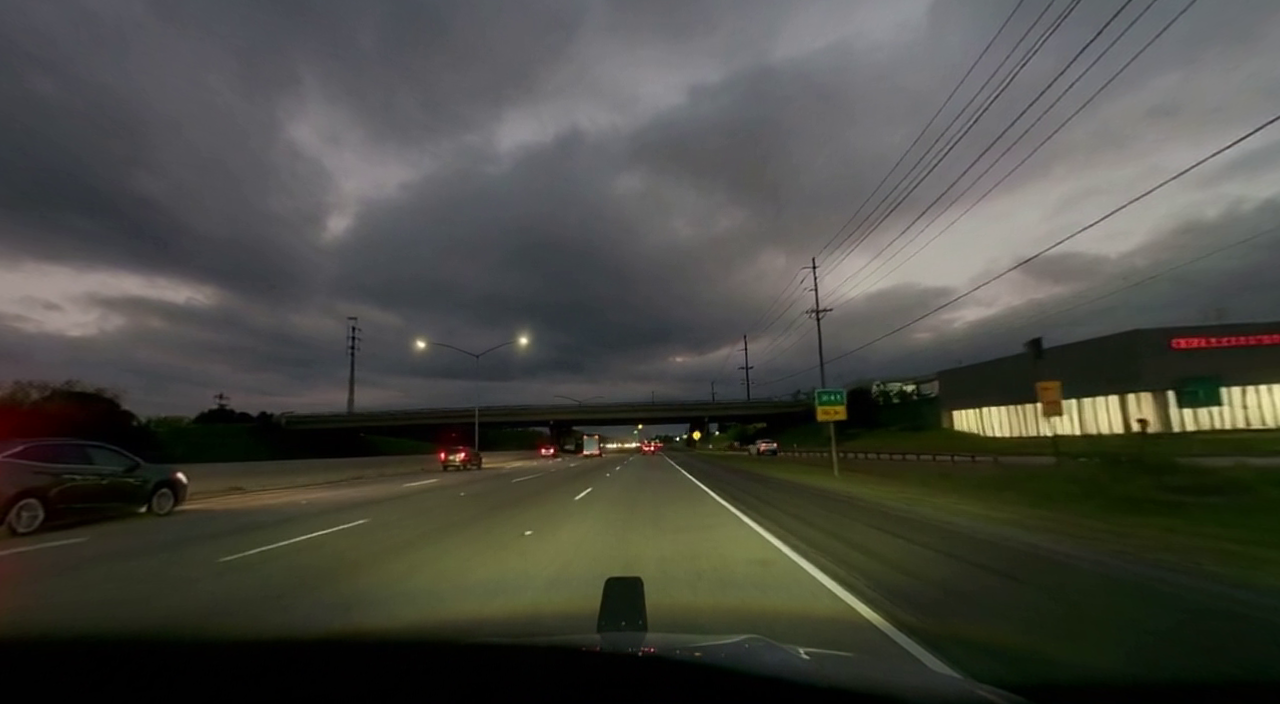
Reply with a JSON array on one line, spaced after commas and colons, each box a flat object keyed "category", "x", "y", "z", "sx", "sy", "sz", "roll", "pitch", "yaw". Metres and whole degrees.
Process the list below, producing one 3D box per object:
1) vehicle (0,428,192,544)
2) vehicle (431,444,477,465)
[{"category": "vehicle", "x": -10.268, "y": 2.146, "z": 10.549, "sx": 2.122, "sy": 1.655, "sz": 4.533, "roll": 0, "pitch": -8, "yaw": 1}, {"category": "vehicle", "x": -13.565, "y": 7.497, "z": 46.247, "sx": 1.988, "sy": 1.477, "sz": 4.442, "roll": 0, "pitch": -8, "yaw": 1}]
